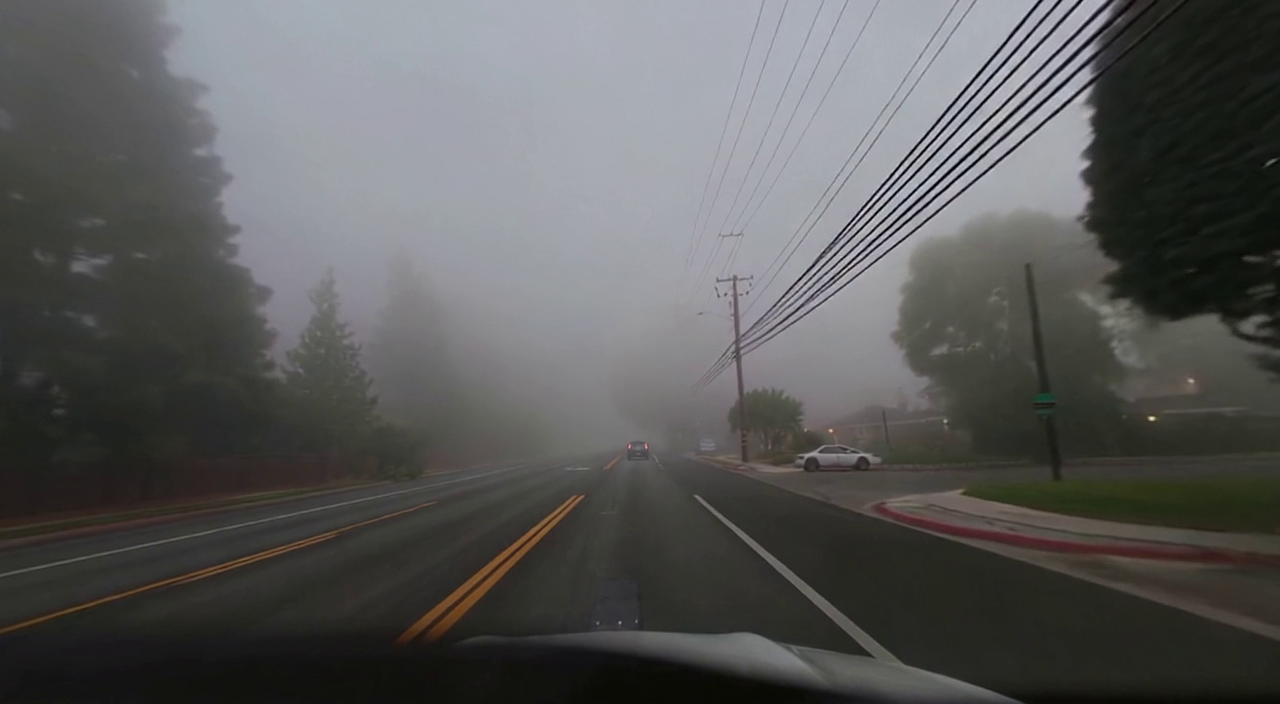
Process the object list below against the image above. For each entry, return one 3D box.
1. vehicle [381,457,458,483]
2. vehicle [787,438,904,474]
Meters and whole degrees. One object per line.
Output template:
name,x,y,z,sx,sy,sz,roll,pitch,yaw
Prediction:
vehicle,-12.187,6.548,35.118,2.530,1.265,4.495,-1,-8,2
vehicle,8.761,4.475,27.209,4.487,1.461,1.874,-1,-9,8
